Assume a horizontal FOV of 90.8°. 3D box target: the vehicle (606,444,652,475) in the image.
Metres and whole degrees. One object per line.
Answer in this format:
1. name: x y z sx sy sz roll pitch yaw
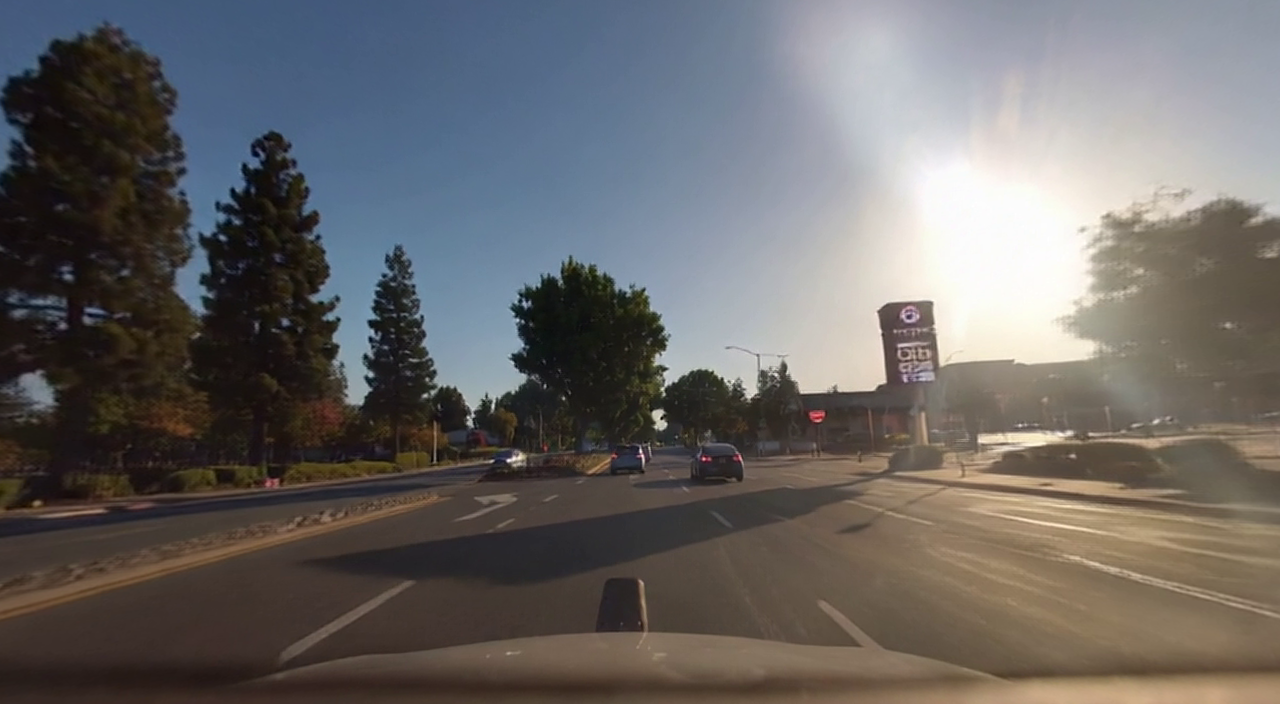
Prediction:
1. vehicle: -0.500 5.516 32.722 2.242 1.474 4.127 0 -8 0

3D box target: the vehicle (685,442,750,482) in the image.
1. vehicle: 3.101 4.528 26.294 2.057 1.491 4.675 0 -8 -1

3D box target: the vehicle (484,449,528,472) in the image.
1. vehicle: -9.608 7.798 45.674 2.140 1.549 4.590 0 -8 1
